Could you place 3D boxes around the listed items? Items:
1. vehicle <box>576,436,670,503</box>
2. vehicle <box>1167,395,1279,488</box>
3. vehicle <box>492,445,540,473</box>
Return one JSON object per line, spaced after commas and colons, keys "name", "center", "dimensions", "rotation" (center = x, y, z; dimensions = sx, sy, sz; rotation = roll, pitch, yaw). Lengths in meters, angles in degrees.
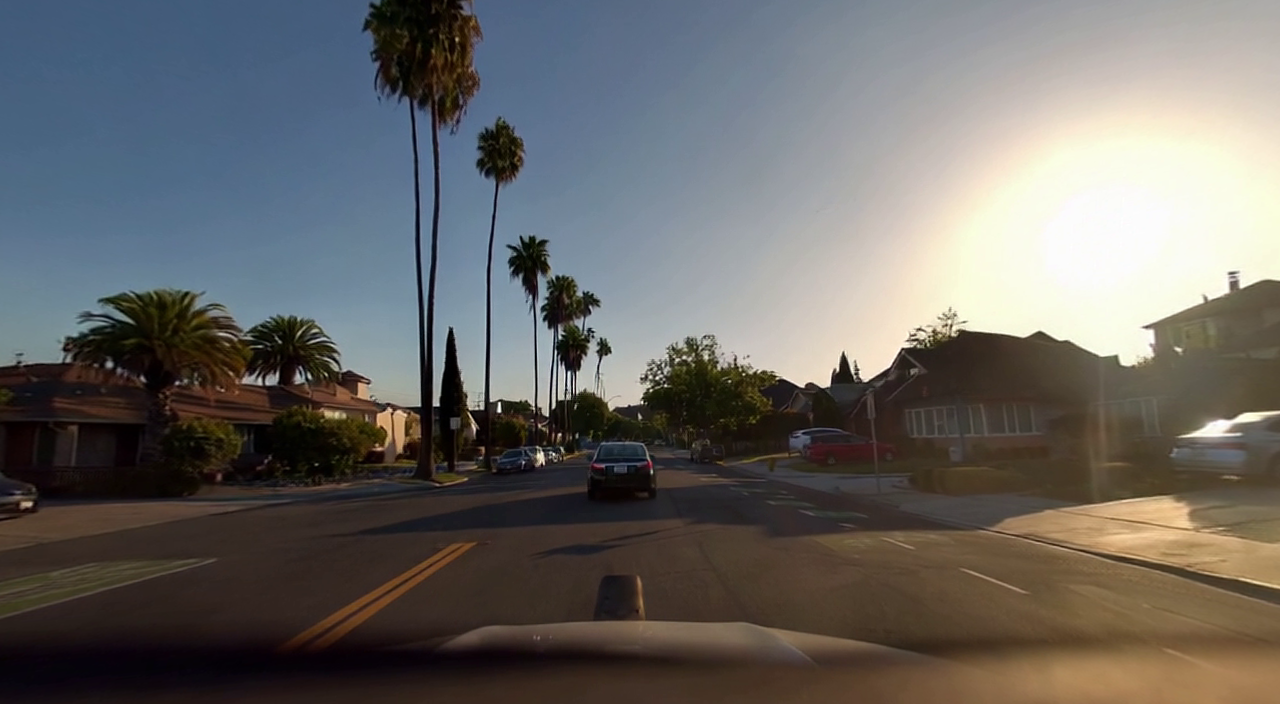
{"name": "vehicle", "center": [-0.423, 2.952, 16.298], "dimensions": [2.098, 1.483, 4.099], "rotation": [0, -9, -1]}
{"name": "vehicle", "center": [14.164, 1.879, 13.253], "dimensions": [4.343, 1.807, 1.914], "rotation": [0, -9, 2]}
{"name": "vehicle", "center": [-7.931, 6.877, 40.746], "dimensions": [2.069, 1.441, 4.368], "rotation": [-3, -7, 2]}
